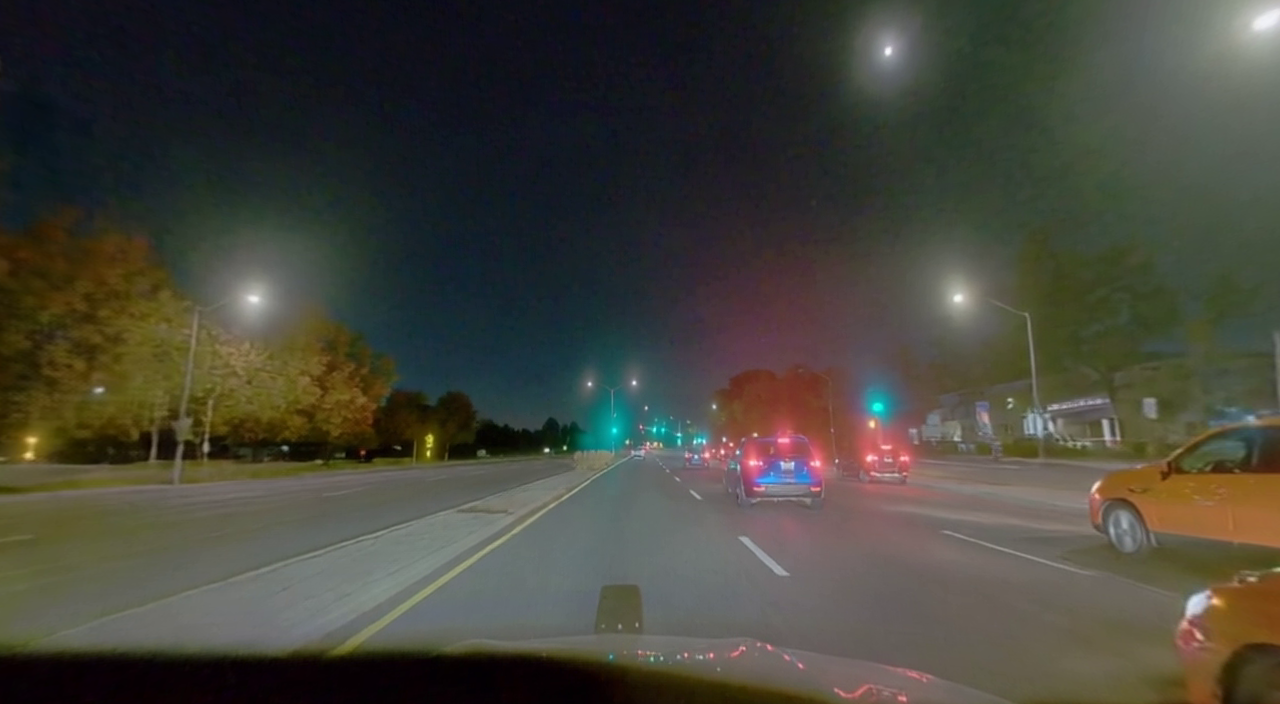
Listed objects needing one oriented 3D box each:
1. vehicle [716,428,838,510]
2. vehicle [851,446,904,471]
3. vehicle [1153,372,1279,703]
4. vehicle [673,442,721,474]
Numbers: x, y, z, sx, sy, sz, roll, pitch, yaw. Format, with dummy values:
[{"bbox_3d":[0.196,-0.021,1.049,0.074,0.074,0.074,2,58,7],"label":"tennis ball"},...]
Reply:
[{"bbox_3d":[3.168,2.795,15.528,2.075,1.698,4.142,1,-8,0],"label":"vehicle"},{"bbox_3d":[15.392,6.893,40.970,1.815,1.493,4.135,1,-8,0],"label":"vehicle"},{"bbox_3d":[3.165,0.563,0.105,1.932,1.547,4.992,1,-8,0],"label":"vehicle"},{"bbox_3d":[2.832,5.336,32.085,1.980,1.484,4.093,1,-8,-1],"label":"vehicle"}]
